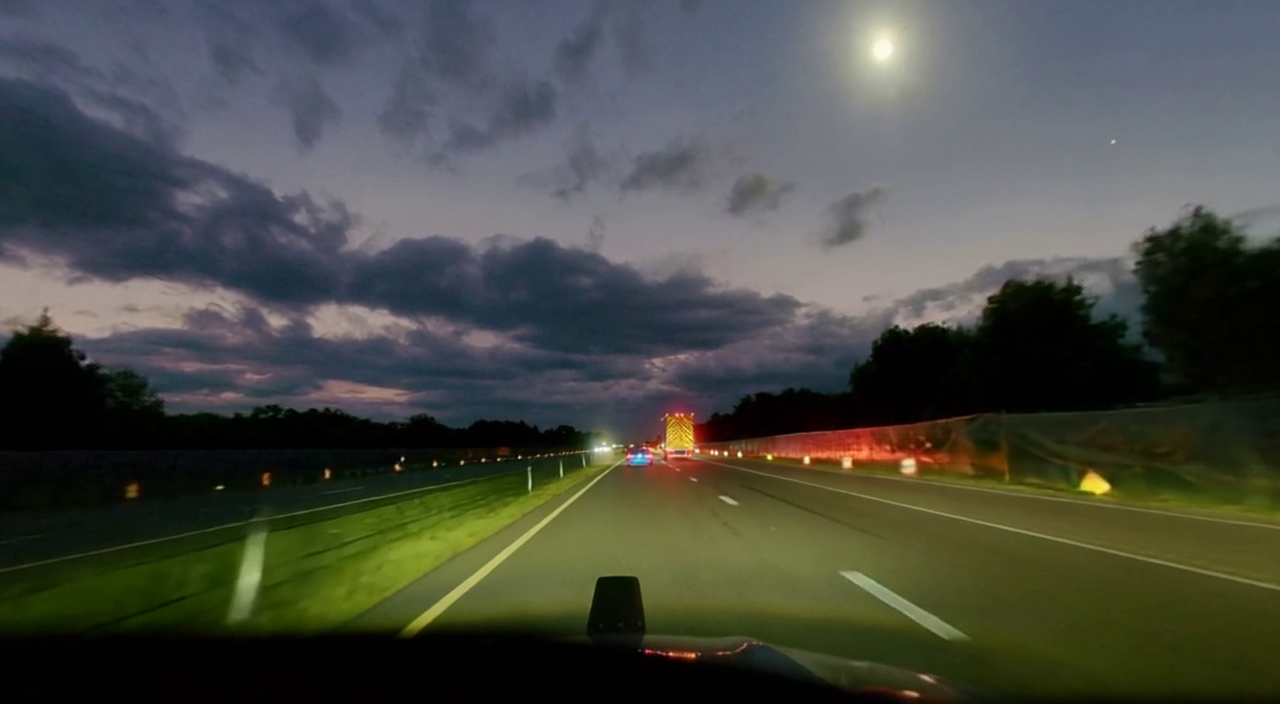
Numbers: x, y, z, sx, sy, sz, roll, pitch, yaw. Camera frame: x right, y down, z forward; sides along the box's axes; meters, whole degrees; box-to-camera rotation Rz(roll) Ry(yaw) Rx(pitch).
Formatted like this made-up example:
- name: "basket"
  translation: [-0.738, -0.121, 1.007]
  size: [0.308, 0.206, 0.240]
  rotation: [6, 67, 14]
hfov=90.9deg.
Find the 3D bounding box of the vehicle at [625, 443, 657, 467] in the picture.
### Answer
- name: "vehicle"
  translation: [0.029, 7.004, 42.994]
  size: [2.065, 1.573, 3.734]
  rotation: [0, -9, -1]
